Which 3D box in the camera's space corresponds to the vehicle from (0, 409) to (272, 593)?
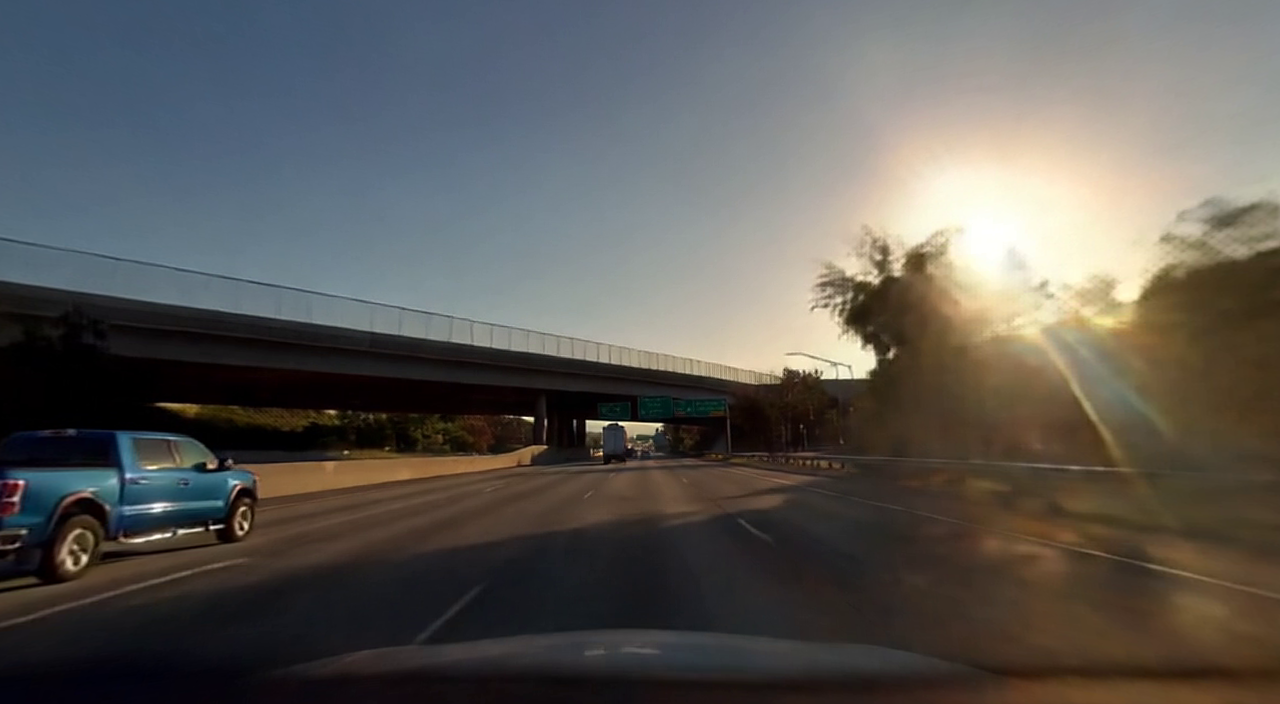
[{"bbox_3d":[-7.160,1.707,7.858,2.168,1.729,4.724,0,-9,1],"label":"vehicle"}]
